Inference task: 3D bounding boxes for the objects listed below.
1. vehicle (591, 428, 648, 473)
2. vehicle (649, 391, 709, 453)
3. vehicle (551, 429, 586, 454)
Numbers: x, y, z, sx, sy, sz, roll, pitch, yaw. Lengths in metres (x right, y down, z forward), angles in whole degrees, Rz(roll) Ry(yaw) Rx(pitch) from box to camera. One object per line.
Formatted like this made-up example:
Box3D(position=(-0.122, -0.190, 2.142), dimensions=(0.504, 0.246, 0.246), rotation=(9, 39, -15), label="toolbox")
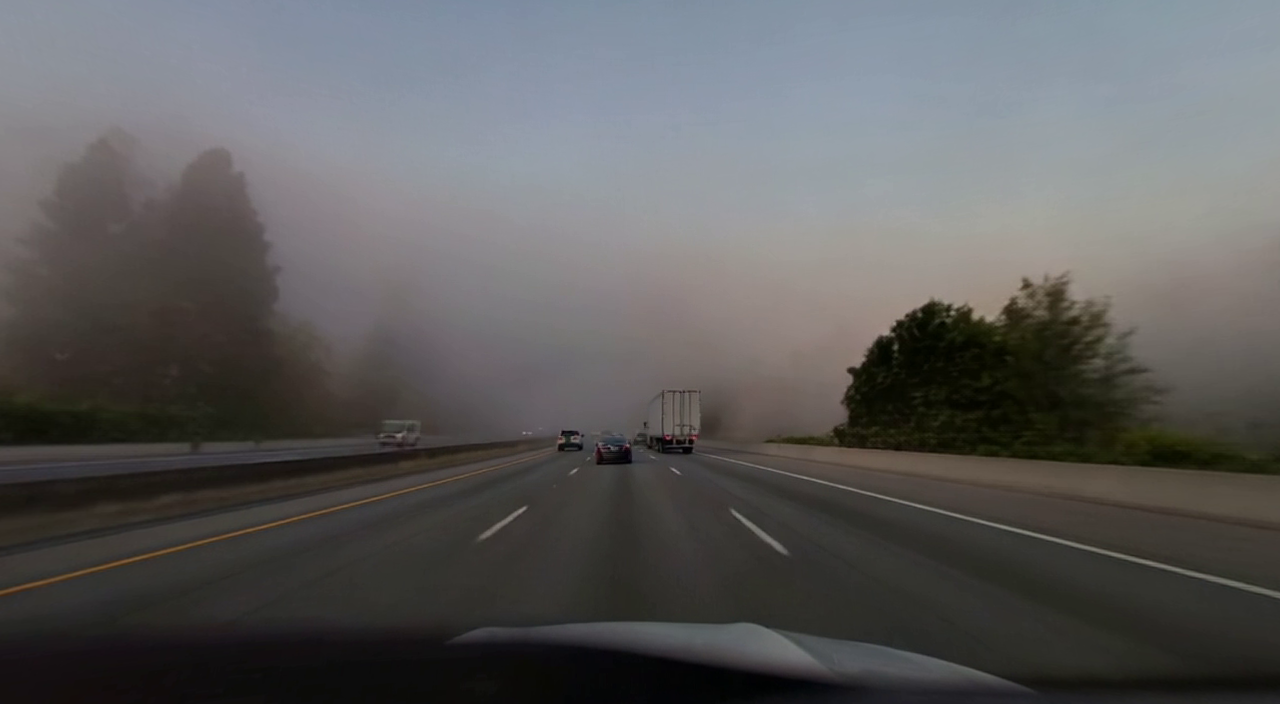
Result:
Box3D(position=(-0.826, 3.844, 24.742), dimensions=(2.048, 1.563, 4.087), rotation=(0, -8, -2), label="vehicle")
Box3D(position=(2.691, 5.690, 49.260), dimensions=(2.946, 4.111, 14.652), rotation=(0, -8, -3), label="vehicle")
Box3D(position=(-5.402, 6.827, 47.917), dimensions=(2.234, 1.773, 5.134), rotation=(0, -8, -2), label="vehicle")
